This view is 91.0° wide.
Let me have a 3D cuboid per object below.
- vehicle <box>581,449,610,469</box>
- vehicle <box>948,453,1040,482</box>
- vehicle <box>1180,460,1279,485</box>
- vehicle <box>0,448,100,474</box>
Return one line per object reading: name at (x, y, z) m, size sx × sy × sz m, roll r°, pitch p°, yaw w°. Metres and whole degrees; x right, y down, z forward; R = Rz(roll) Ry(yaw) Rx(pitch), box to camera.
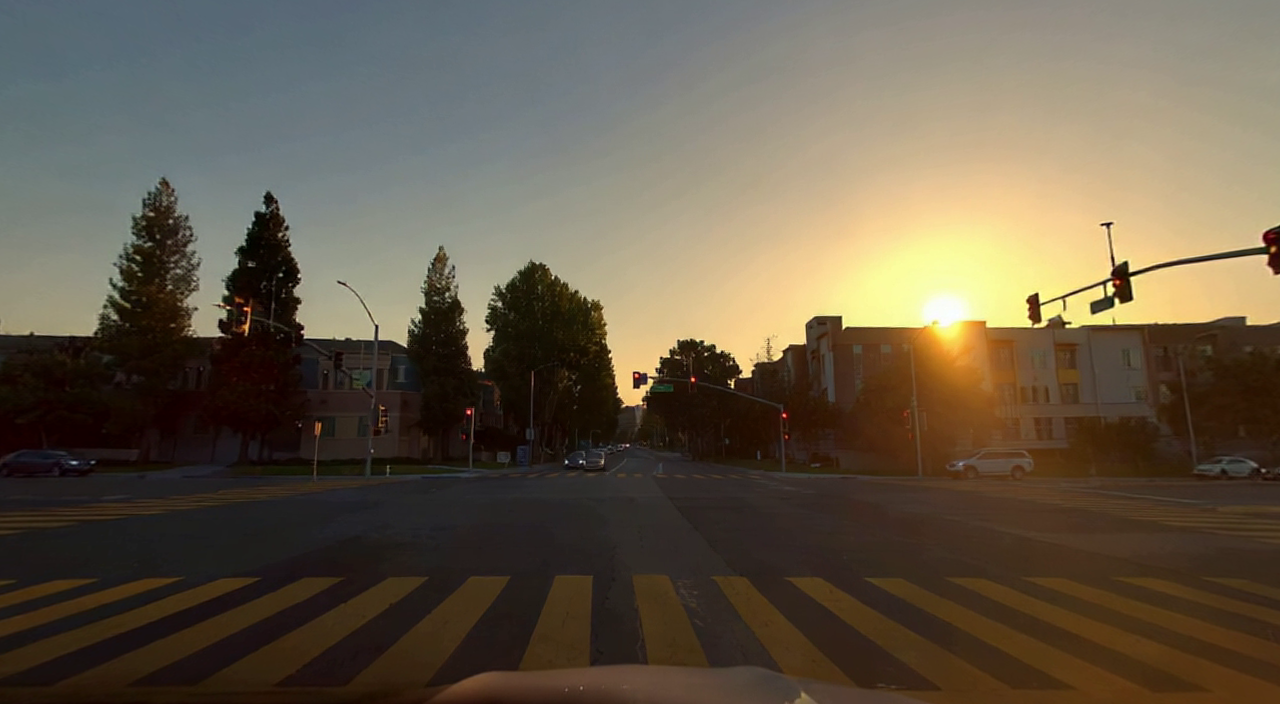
vehicle at (-3.457, 8.391, 49.401) m, size 1.908 × 1.441 × 4.142 m, roll 0°, pitch -8°, yaw 1°
vehicle at (21.092, 6.874, 37.587) m, size 4.447 × 1.623 × 1.801 m, roll 0°, pitch -9°, yaw -3°
vehicle at (36.221, 7.317, 38.296) m, size 4.976 × 1.428 × 1.929 m, roll 0°, pitch -8°, yaw -2°
vehicle at (-35.143, 6.425, 37.187) m, size 4.741 × 1.447 × 1.807 m, roll 0°, pitch -9°, yaw 0°
